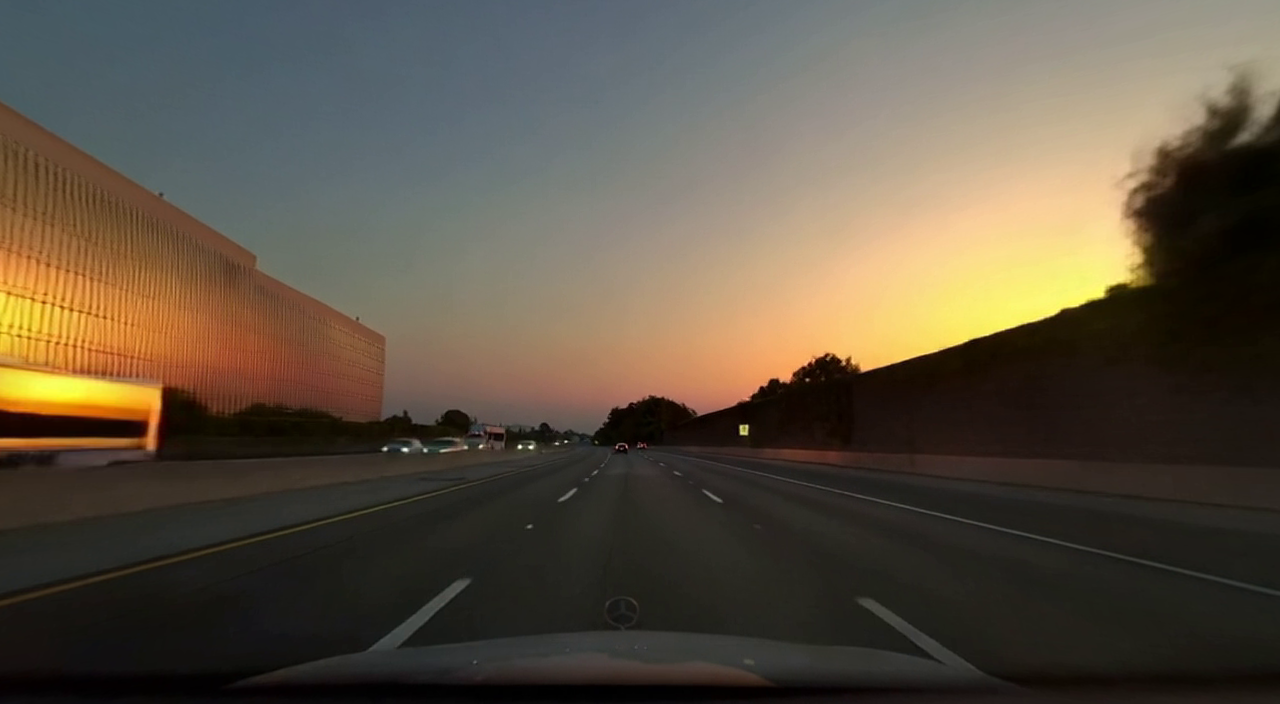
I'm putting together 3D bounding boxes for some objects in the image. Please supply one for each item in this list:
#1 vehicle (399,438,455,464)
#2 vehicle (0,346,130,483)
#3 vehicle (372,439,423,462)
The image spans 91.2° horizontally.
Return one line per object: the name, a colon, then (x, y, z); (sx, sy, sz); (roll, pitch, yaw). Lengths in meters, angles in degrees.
vehicle: (-13.161, 6.164, 39.059); (1.918, 1.509, 4.621); (0, -9, -1)
vehicle: (-20.718, 1.523, 16.520); (2.948, 4.084, 14.022); (0, -9, -1)
vehicle: (-17.552, 7.163, 45.538); (1.933, 1.510, 4.591); (0, -9, -1)
